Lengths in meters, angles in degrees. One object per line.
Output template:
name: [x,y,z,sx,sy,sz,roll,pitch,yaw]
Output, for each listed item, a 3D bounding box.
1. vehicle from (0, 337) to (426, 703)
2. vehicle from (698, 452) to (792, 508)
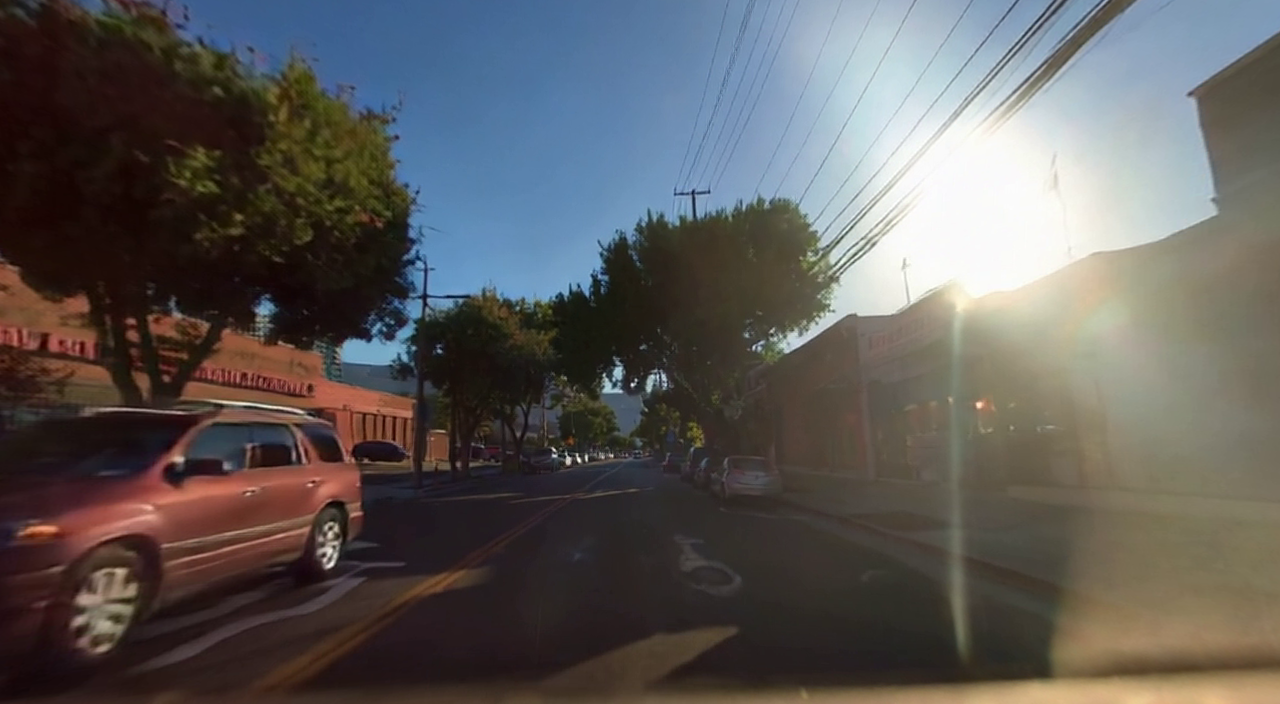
vehicle: [-4.048,1.242,5.721,2.495,1.966,4.846,0,-8,0]
vehicle: [2.909,3.632,18.370,1.877,1.373,3.854,0,-8,-3]
